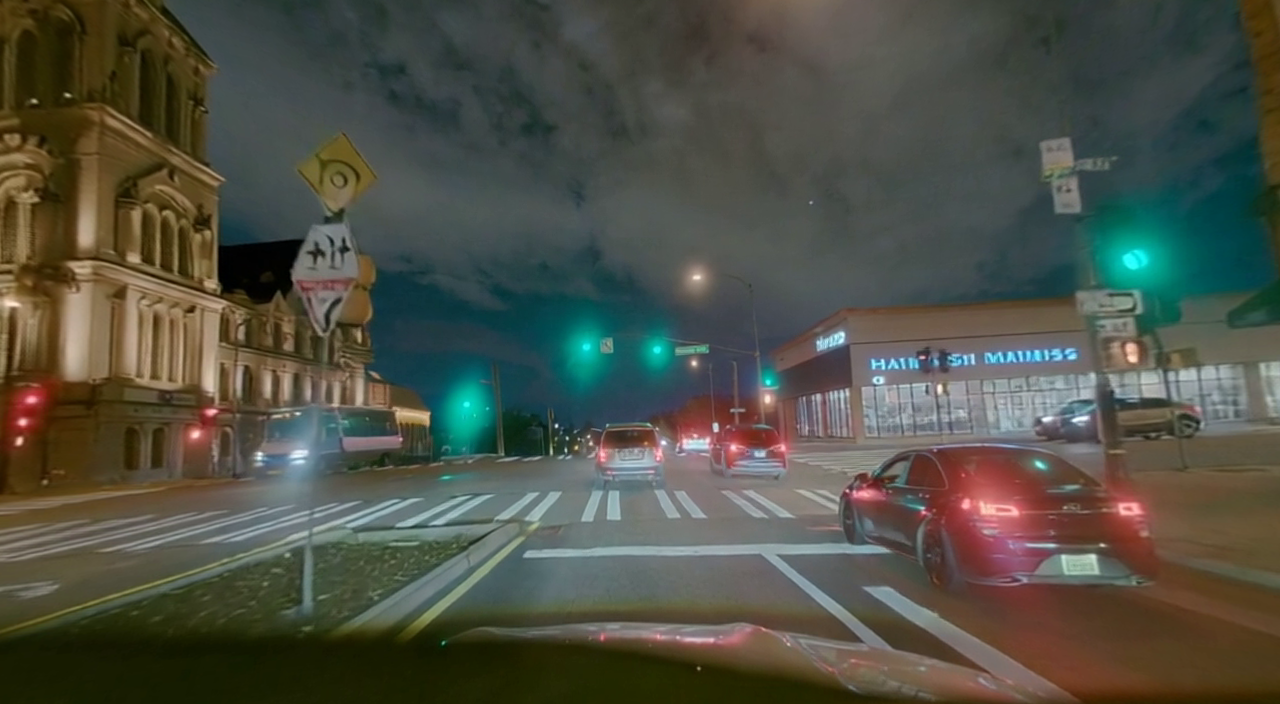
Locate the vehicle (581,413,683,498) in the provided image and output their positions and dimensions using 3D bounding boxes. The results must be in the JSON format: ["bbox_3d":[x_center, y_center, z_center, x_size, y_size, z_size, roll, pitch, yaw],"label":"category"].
[{"bbox_3d":[-0.290,2.504,15.572,2.168,1.776,4.135,0,-8,-3],"label":"vehicle"}]

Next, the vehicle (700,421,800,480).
[{"bbox_3d":[3.022,2.812,18.261,1.890,1.491,4.166,1,-8,-4],"label":"vehicle"}]

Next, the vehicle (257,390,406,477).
[{"bbox_3d":[-15.157,4.213,32.154,3.126,3.773,8.662,0,-8,0],"label":"vehicle"}]

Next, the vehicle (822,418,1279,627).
[{"bbox_3d":[3.610,1.539,6.794,1.883,1.472,4.471,0,-8,-1],"label":"vehicle"}]
